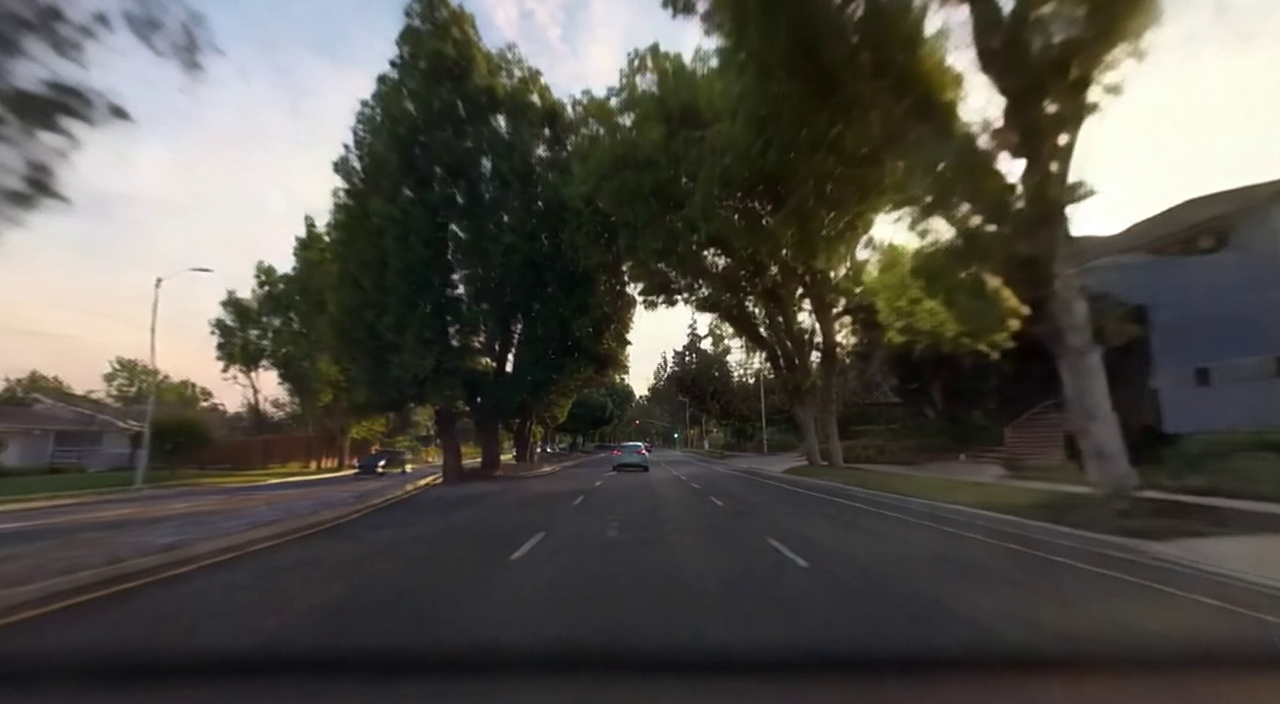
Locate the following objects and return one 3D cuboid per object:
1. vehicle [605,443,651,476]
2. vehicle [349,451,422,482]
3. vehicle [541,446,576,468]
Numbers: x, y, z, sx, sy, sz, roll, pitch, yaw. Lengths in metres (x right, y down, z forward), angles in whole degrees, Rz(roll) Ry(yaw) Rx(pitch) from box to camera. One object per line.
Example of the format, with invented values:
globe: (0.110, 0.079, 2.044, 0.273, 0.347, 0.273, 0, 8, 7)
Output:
vehicle: (-0.520, 5.409, 31.920, 2.106, 1.517, 4.375, 0, -9, 2)
vehicle: (-13.683, 6.153, 34.172, 1.949, 1.517, 4.459, 0, -9, 2)
vehicle: (-5.831, 7.536, 45.339, 2.014, 1.472, 4.357, 0, -9, -1)
